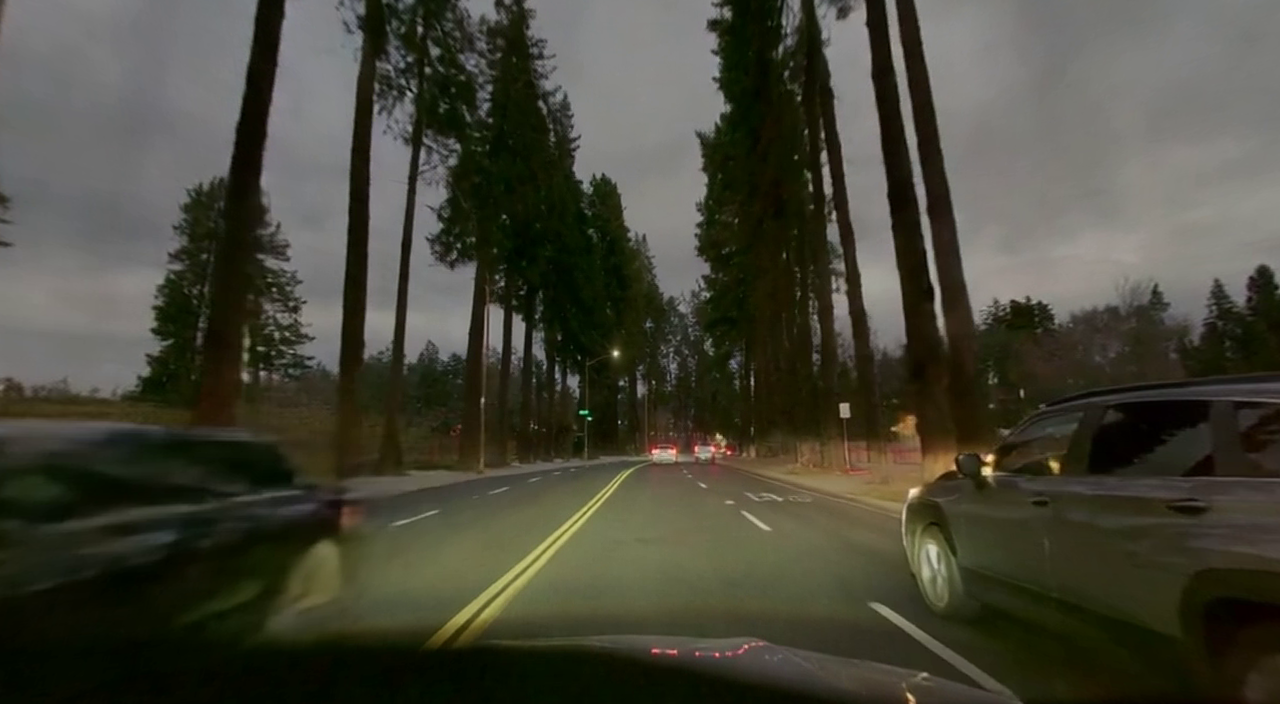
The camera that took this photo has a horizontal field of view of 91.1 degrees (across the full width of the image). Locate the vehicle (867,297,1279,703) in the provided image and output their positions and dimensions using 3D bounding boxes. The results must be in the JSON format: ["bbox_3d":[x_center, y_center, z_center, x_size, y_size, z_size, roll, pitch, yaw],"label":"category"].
[{"bbox_3d":[3.351,0.954,3.497,2.219,1.881,5.104,0,-9,0],"label":"vehicle"}]

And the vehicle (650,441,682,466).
[{"bbox_3d":[2.120,8.067,49.897,2.158,1.852,4.485,-1,-9,7],"label":"vehicle"}]

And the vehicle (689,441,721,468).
[{"bbox_3d":[4.489,7.156,43.949,2.069,1.791,4.422,-1,-9,3],"label":"vehicle"}]

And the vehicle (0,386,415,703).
[{"bbox_3d":[-3.052,1.044,2.983,2.151,1.540,4.673,0,-9,1],"label":"vehicle"}]
